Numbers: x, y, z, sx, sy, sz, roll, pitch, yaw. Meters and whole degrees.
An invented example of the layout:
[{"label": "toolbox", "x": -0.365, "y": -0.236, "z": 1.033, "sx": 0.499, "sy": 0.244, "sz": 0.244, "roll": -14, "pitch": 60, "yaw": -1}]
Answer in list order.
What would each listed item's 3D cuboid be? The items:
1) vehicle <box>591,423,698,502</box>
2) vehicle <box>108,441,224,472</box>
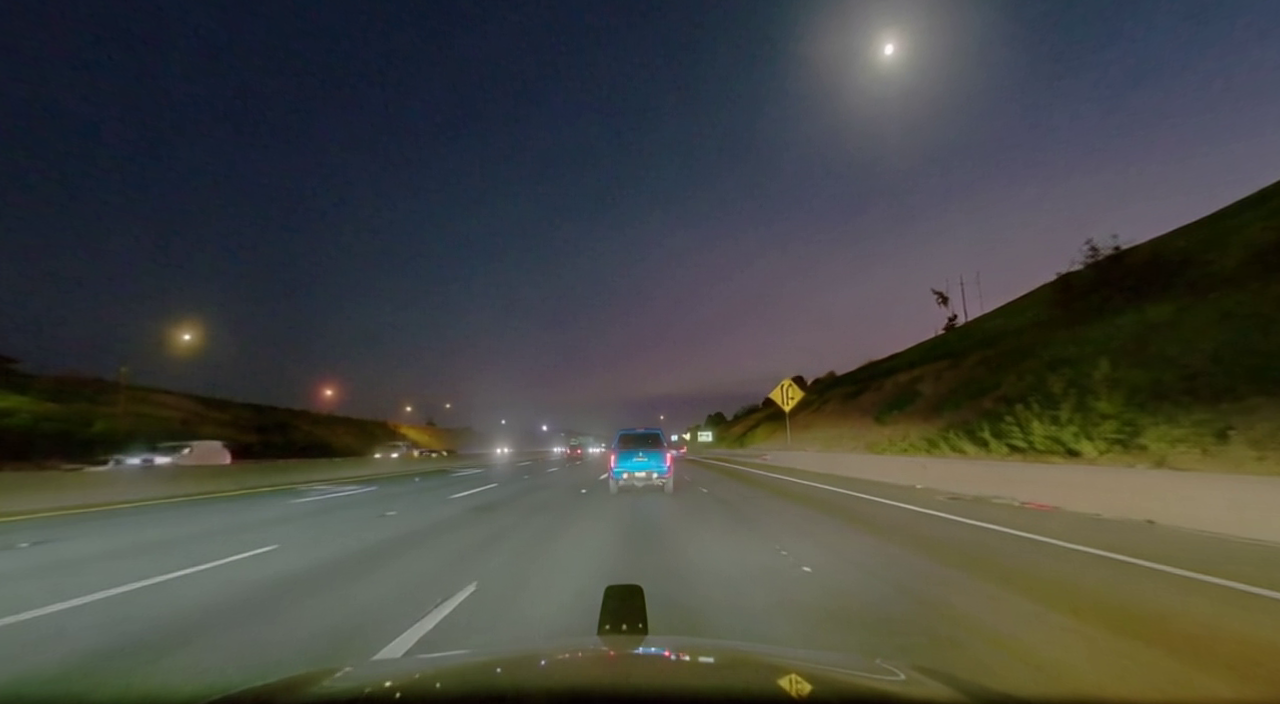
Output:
[{"label": "vehicle", "x": 0.113, "y": 2.872, "z": 16.693, "sx": 2.447, "sy": 1.804, "sz": 4.273, "roll": 0, "pitch": -9, "yaw": 0}, {"label": "vehicle", "x": -27.845, "y": 6.140, "z": 37.396, "sx": 2.221, "sy": 1.698, "sz": 5.860, "roll": 0, "pitch": -9, "yaw": 1}]
